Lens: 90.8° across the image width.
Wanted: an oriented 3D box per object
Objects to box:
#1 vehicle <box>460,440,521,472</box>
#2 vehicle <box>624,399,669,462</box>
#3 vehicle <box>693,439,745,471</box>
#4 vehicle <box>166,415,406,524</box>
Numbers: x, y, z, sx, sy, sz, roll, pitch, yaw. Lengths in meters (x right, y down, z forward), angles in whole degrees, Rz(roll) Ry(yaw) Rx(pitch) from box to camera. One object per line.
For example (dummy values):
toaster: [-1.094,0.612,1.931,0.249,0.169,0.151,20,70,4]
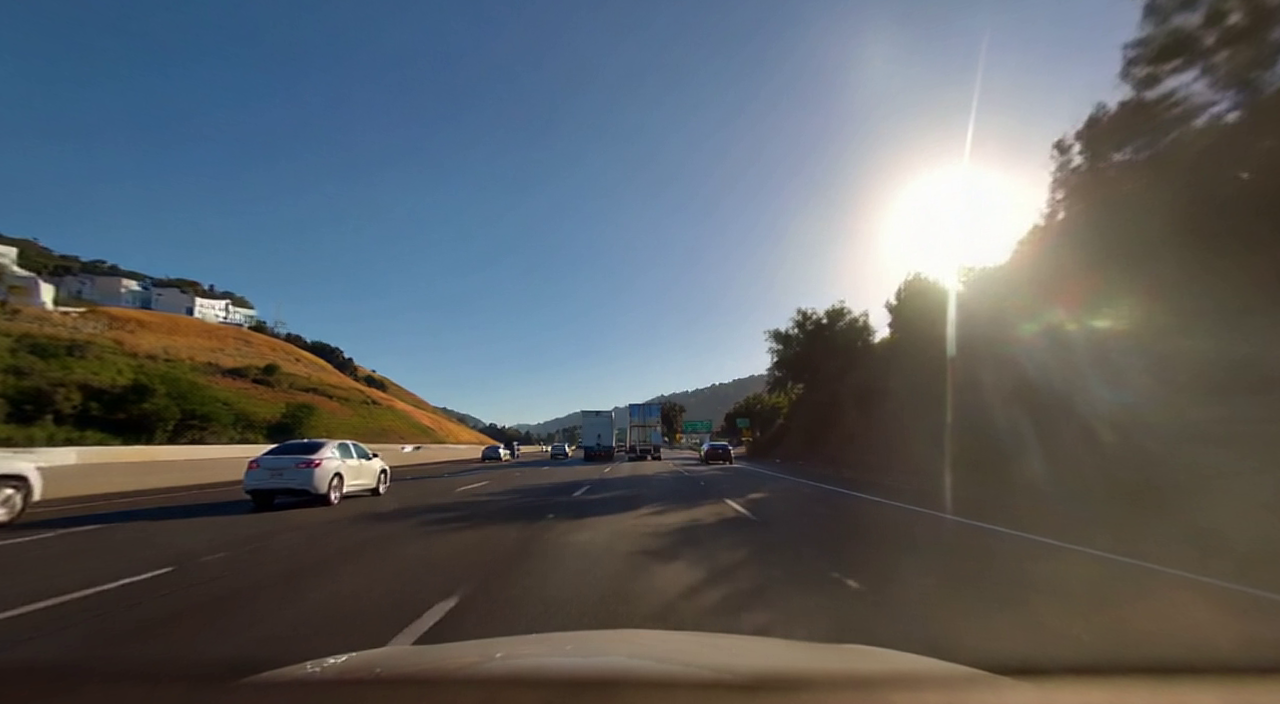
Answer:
vehicle: [-7.428,5.215,31.845,1.891,1.460,4.506,0,-8,1]
vehicle: [0.368,5.986,47.316,2.969,4.104,10.906,0,-8,0]
vehicle: [3.904,5.152,31.788,2.006,1.452,4.246,0,-8,-1]
vehicle: [-6.616,2.244,12.563,2.122,1.754,4.379,0,-8,1]
